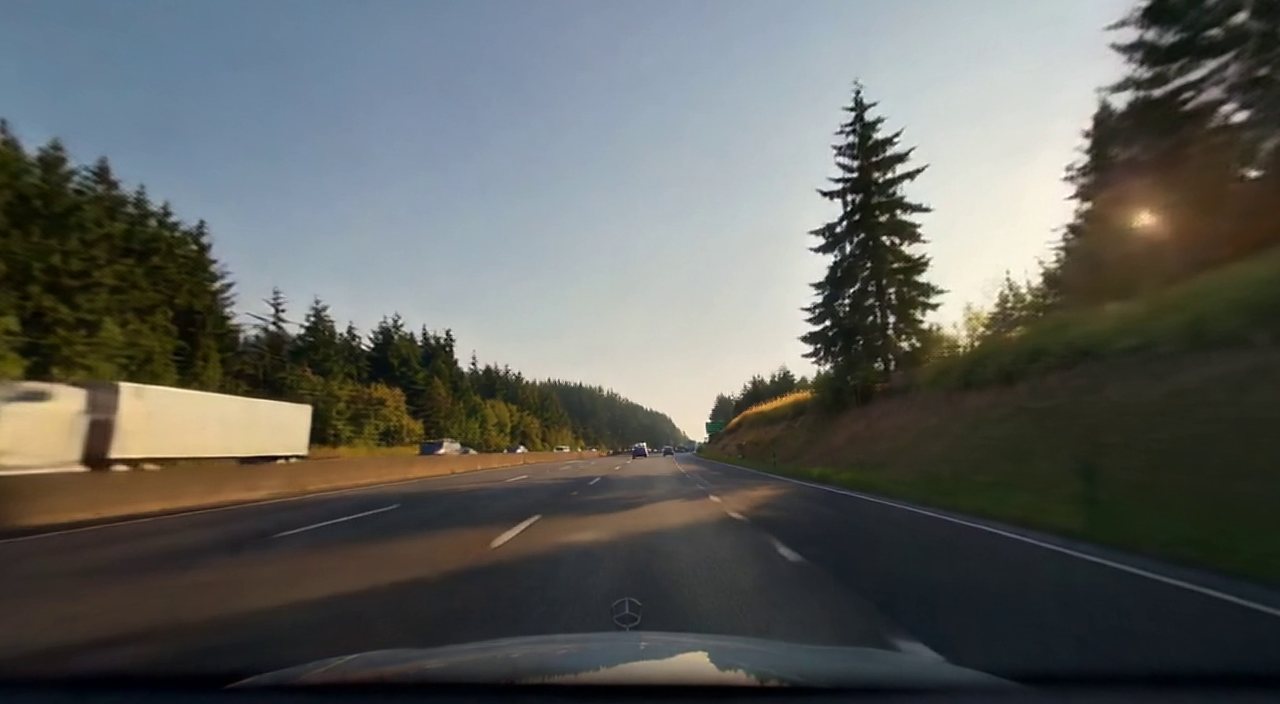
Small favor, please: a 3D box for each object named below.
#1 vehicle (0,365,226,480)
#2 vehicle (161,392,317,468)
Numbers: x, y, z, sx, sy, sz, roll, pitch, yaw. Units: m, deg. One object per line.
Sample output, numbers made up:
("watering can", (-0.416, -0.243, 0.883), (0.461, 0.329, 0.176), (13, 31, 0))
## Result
("vehicle", (-21.782, 3.048, 25.498), (2.968, 3.719, 10.272), (0, -9, 0))
("vehicle", (-21.772, 4.439, 35.027), (3.124, 3.673, 8.223), (0, -9, 0))
